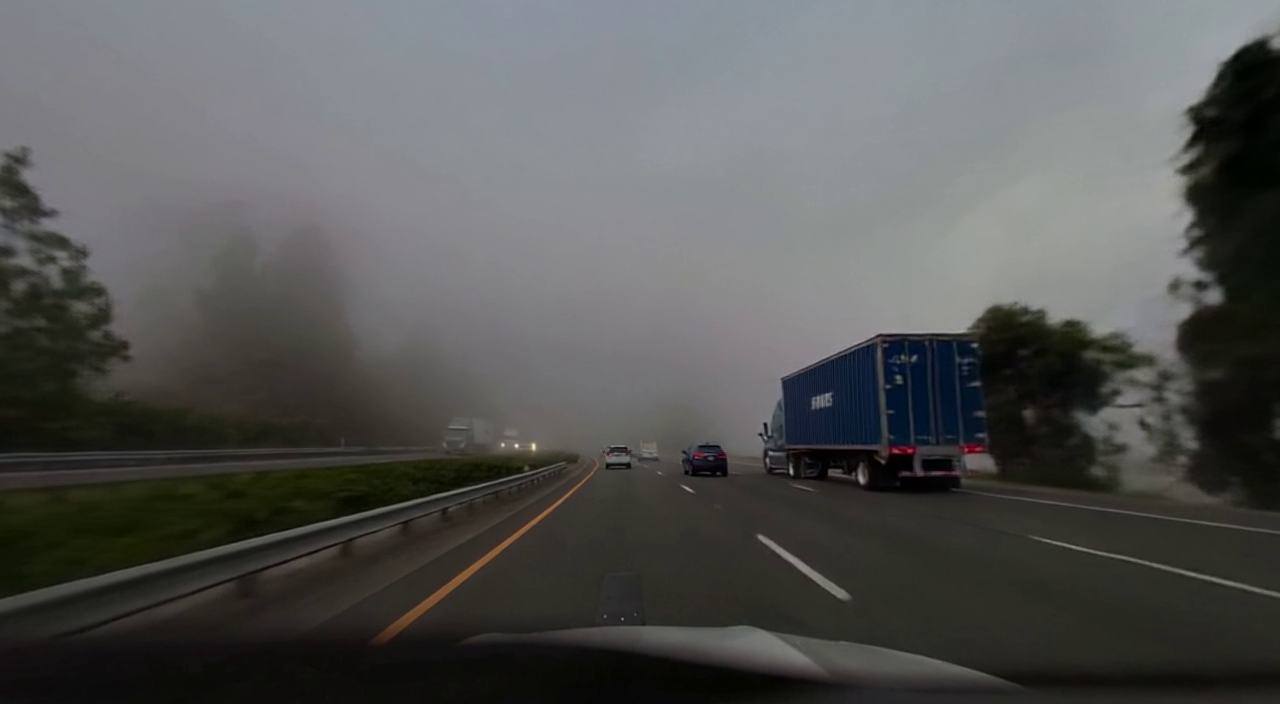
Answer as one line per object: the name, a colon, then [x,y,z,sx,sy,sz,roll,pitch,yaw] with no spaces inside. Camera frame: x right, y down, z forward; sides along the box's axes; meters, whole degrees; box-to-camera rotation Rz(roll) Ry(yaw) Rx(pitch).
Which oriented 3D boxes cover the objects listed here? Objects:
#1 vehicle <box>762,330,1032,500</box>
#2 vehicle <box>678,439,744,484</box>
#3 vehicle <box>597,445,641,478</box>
vehicle: [7.414,2.548,21.966,2.965,3.990,14.227,0,-9,-2]
vehicle: [2.717,4.327,25.138,2.013,1.623,3.916,0,-9,-2]
vehicle: [-1.049,5.434,31.546,2.050,1.534,3.771,0,-9,-2]
